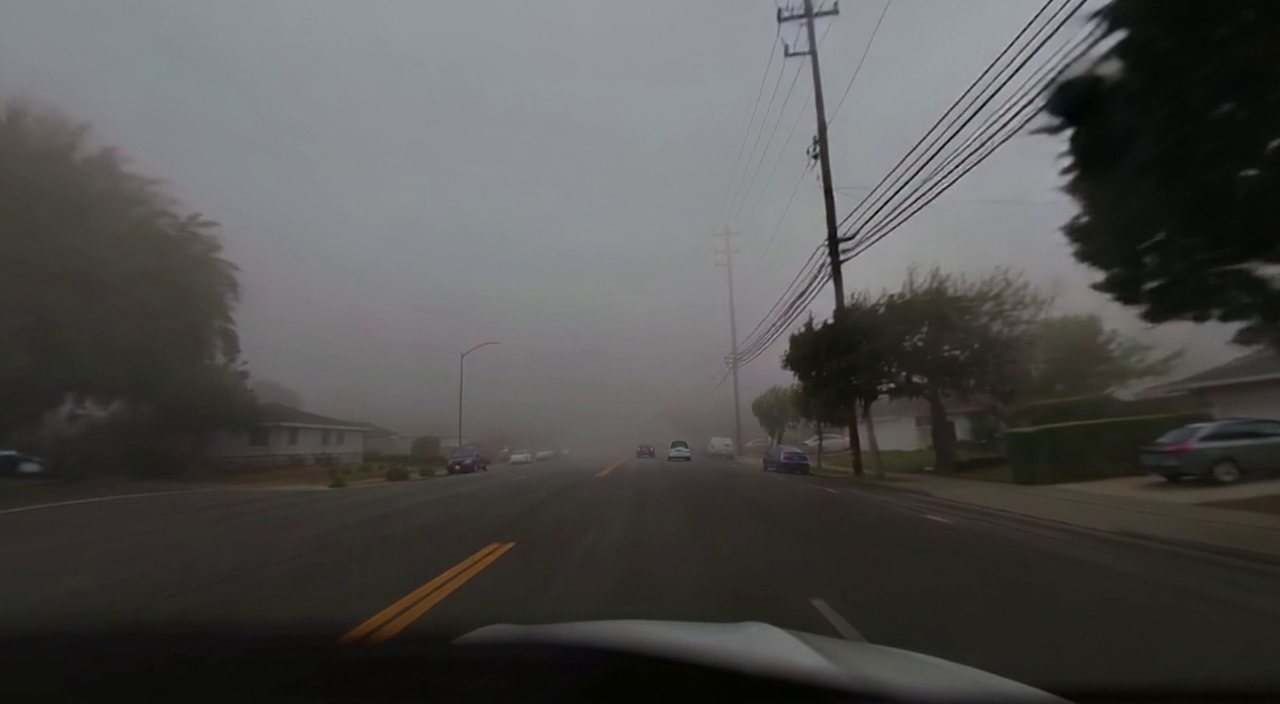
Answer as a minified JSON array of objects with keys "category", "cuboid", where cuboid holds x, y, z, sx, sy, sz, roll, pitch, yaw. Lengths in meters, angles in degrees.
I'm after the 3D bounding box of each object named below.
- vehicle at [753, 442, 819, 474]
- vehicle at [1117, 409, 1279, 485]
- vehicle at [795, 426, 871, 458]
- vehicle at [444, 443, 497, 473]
[{"category":"vehicle","cuboid":[7.006,5.148,30.846,2.070,1.428,4.636,0,-8,-1]},{"category":"vehicle","cuboid":[14.371,2.245,14.939,4.479,1.671,1.913,0,-8,1]},{"category":"vehicle","cuboid":[13.334,6.241,43.800,4.496,1.773,1.972,-5,-7,0]},{"category":"vehicle","cuboid":[-10.118,6.362,38.042,1.965,1.675,4.577,0,-8,0]}]
